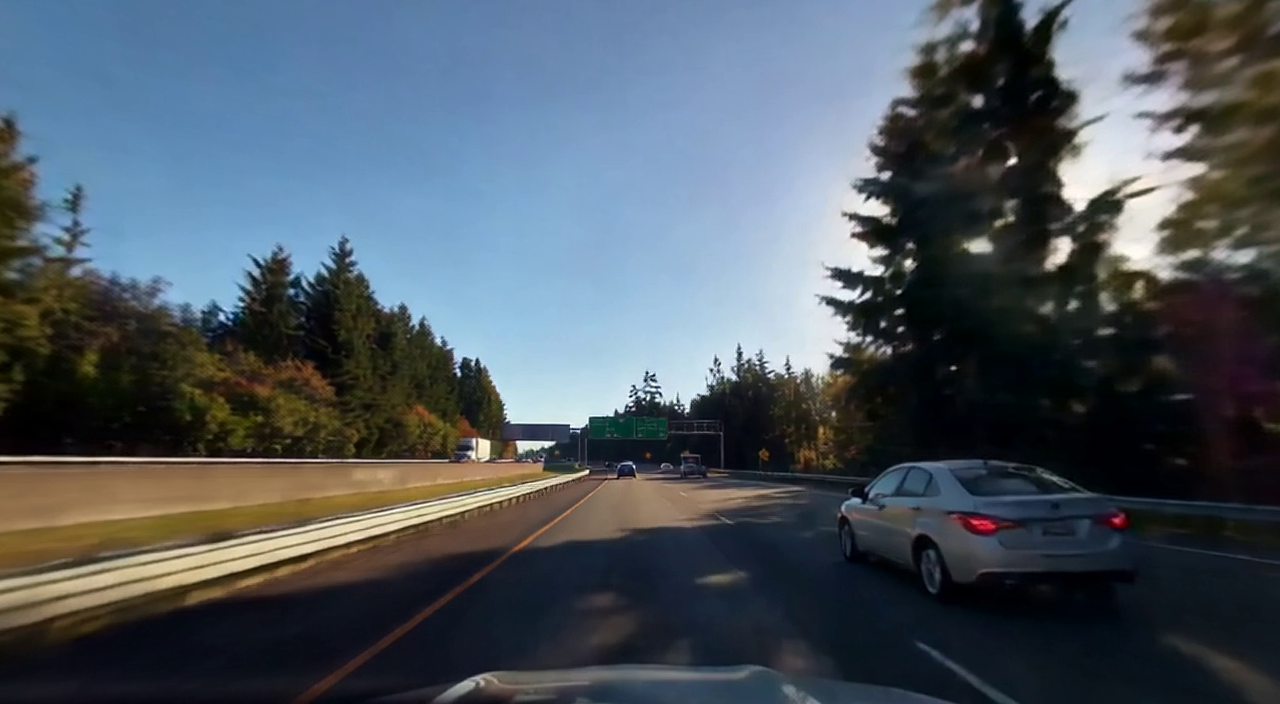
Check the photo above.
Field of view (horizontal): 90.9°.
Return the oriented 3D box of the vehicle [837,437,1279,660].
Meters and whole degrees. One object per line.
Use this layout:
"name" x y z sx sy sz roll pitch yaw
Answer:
"vehicle" 3.967 1.897 6.997 2.132 1.662 4.180 1 -10 -1
